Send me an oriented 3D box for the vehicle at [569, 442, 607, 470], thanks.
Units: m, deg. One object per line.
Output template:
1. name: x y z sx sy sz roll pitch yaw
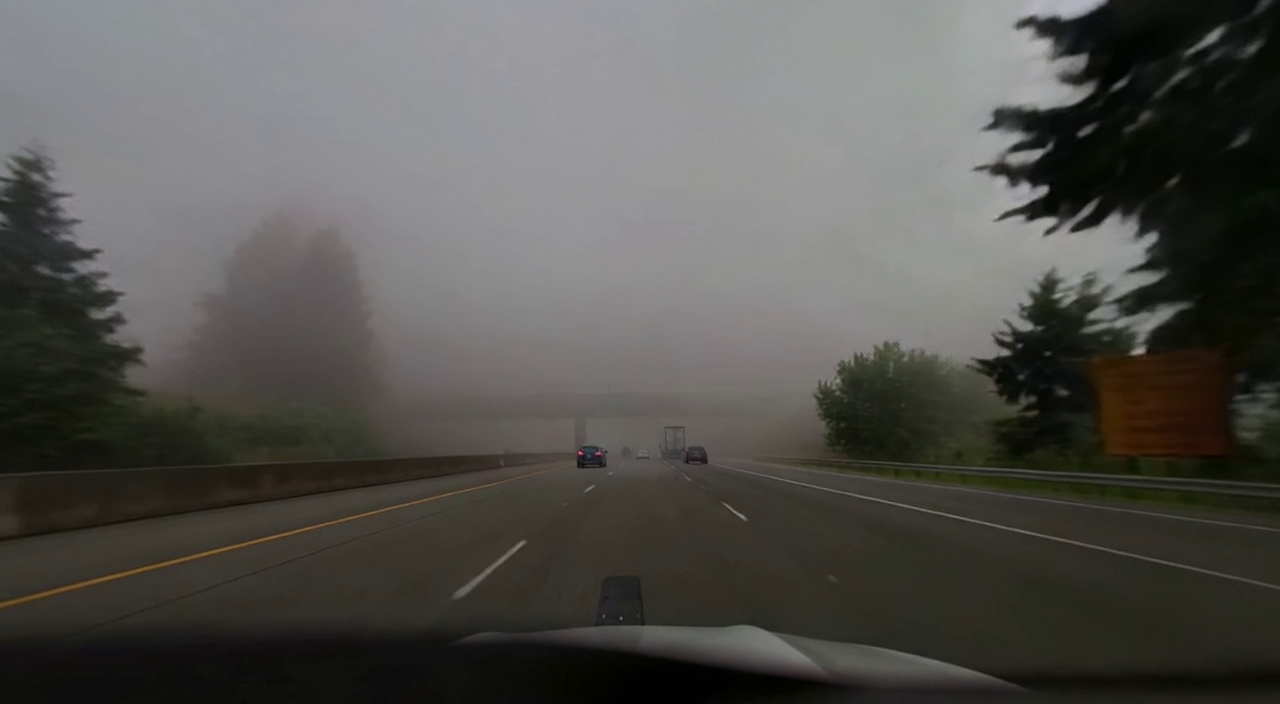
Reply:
1. vehicle: -3.502 7.139 43.496 2.238 1.792 4.518 0 -9 0
